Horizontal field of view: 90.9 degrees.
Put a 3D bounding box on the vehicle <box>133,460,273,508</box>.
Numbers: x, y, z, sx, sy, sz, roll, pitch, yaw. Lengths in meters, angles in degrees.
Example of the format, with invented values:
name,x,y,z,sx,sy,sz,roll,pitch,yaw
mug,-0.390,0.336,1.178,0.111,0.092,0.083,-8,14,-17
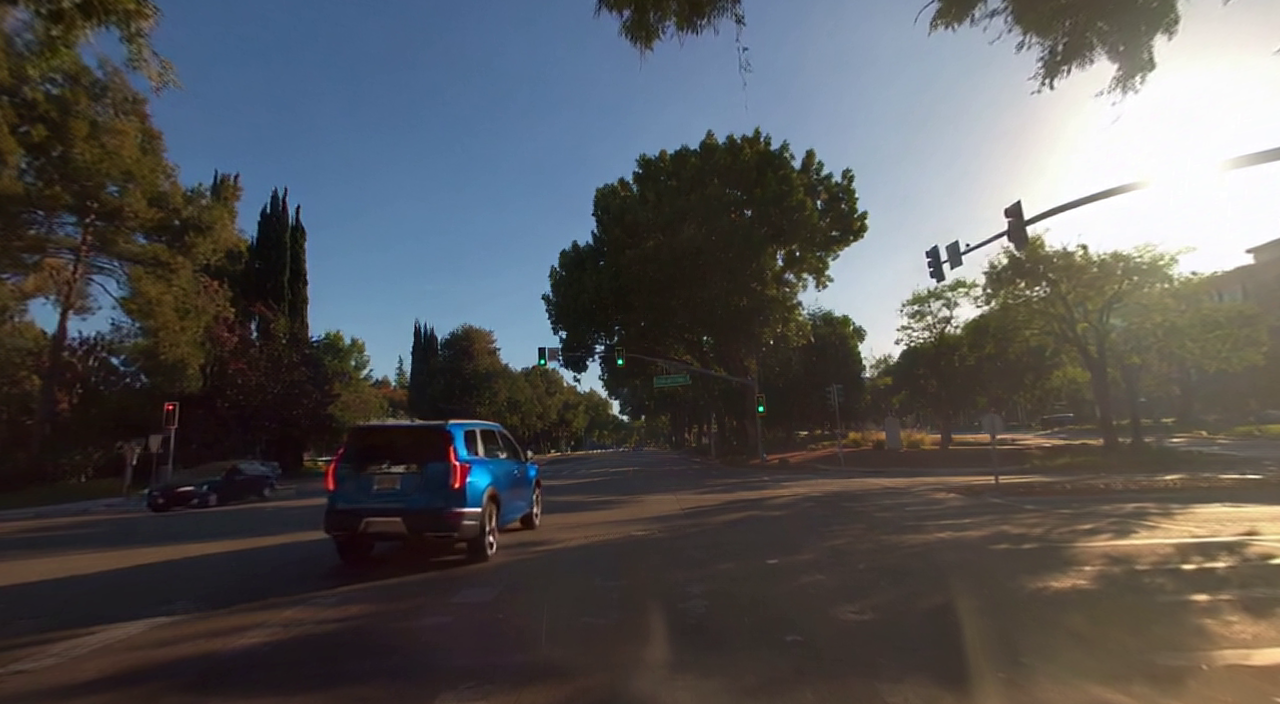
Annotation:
name,x,y,z,sx,sy,sz,roll,pitch,yaw
vehicle,-16.030,4.829,23.478,2.028,1.455,4.421,-1,-8,1

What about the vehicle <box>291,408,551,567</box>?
name,x,y,z,sx,sy,sz,roll,pitch,yaw
vehicle,-2.839,1.876,9.517,2.123,1.799,4.425,-1,-8,3
